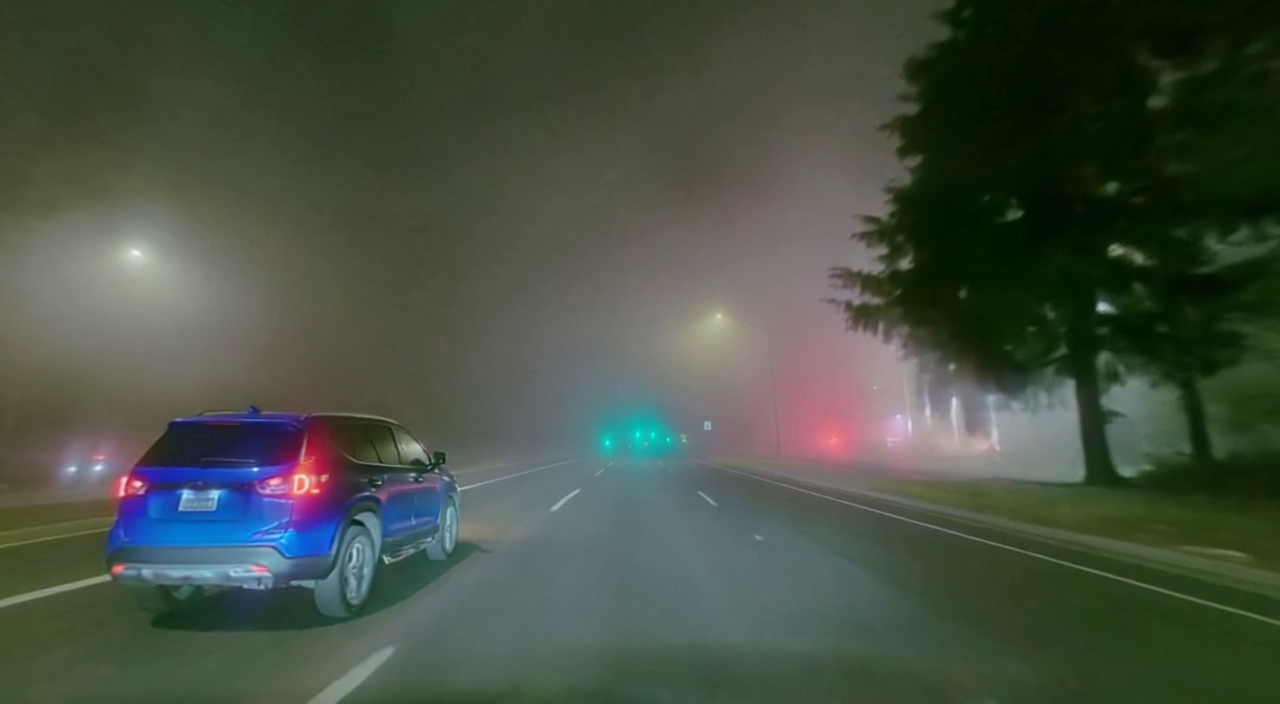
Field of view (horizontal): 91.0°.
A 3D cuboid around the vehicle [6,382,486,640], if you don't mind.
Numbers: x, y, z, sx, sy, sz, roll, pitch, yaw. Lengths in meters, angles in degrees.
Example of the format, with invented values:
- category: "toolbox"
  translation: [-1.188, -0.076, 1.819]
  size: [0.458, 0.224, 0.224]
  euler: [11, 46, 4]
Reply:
- category: "vehicle"
  translation: [-3.188, 1.388, 6.525]
  size: [2.033, 1.713, 4.503]
  euler: [0, -8, 0]
